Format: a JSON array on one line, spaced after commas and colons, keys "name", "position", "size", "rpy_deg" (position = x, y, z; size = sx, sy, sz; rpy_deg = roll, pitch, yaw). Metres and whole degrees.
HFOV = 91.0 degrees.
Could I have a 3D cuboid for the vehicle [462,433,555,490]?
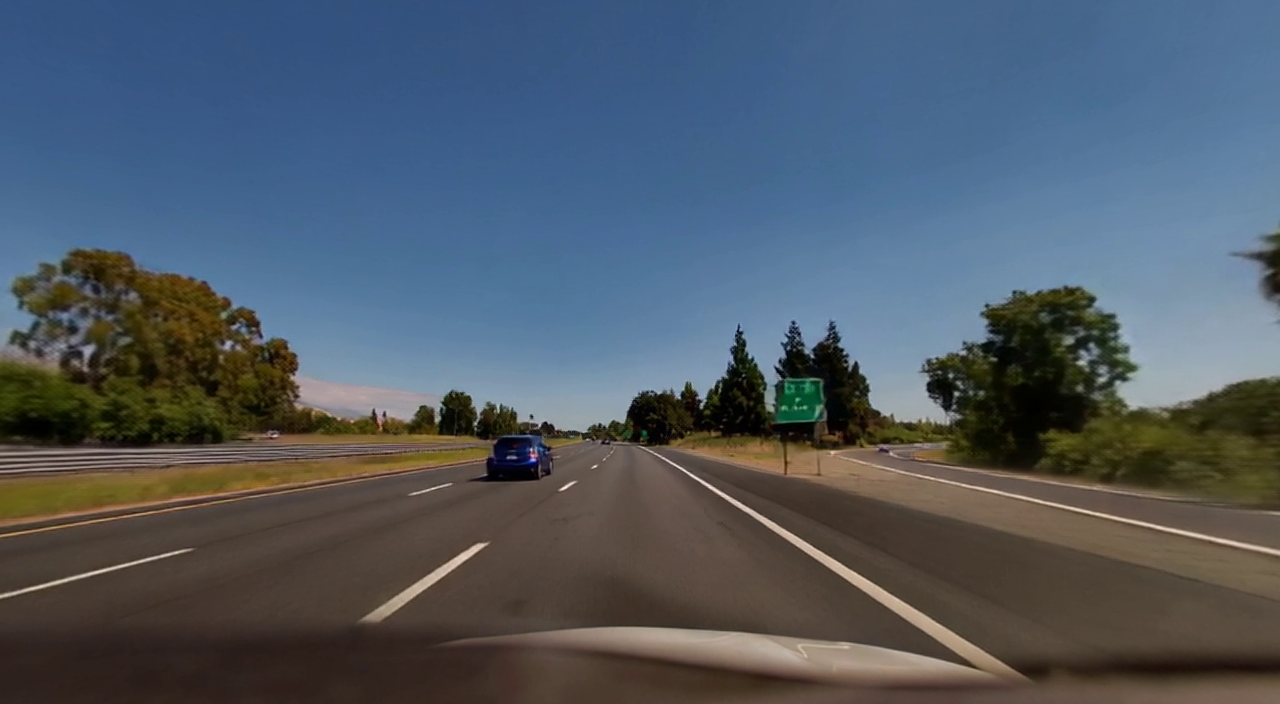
[{"name": "vehicle", "position": [-3.940, 3.321, 19.528], "size": [2.008, 1.567, 3.959], "rpy_deg": [0, -8, 0]}]
